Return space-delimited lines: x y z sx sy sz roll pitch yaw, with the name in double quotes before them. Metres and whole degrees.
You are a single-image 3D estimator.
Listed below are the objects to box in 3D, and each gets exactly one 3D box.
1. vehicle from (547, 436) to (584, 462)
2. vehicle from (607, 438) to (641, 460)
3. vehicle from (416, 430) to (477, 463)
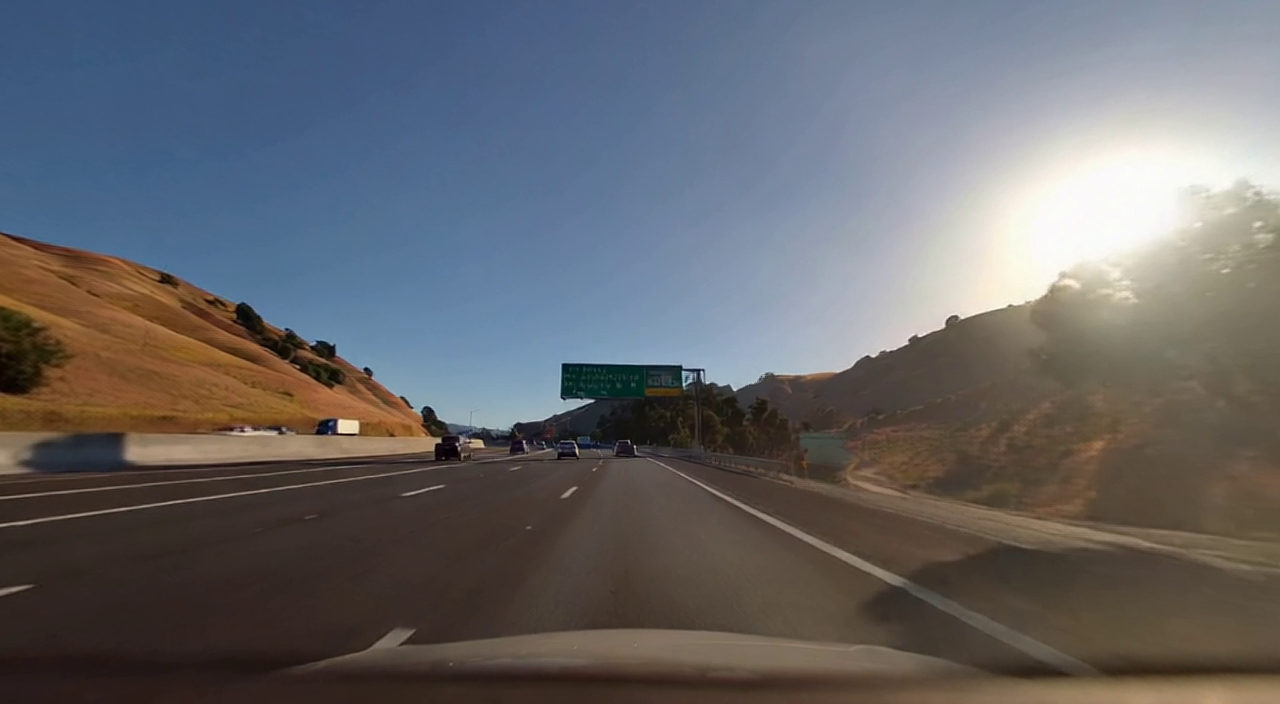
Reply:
"vehicle" -4.931 6.497 42.124 2.060 1.631 4.214 0 -8 -1
"vehicle" -1.191 7.252 47.245 2.421 1.594 4.248 0 -8 -2
"vehicle" -11.951 5.881 39.253 2.219 1.923 4.985 0 -8 -1
